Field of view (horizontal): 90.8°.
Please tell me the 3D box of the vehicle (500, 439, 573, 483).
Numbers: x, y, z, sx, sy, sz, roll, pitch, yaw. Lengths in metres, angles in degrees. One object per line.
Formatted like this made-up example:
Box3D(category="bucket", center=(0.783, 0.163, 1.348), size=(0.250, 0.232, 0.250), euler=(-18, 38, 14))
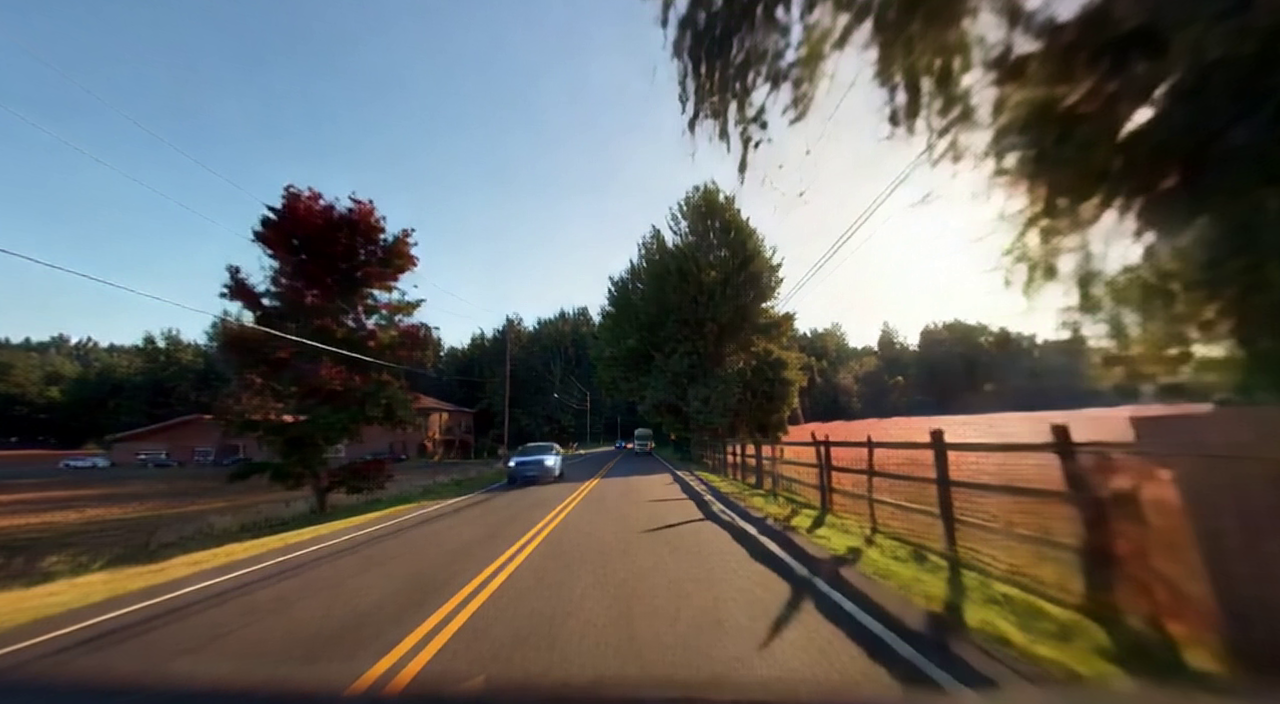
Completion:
Box3D(category="vehicle", center=(-3.852, 4.135, 24.303), size=(2.021, 1.491, 4.519), euler=(0, -8, 0))
